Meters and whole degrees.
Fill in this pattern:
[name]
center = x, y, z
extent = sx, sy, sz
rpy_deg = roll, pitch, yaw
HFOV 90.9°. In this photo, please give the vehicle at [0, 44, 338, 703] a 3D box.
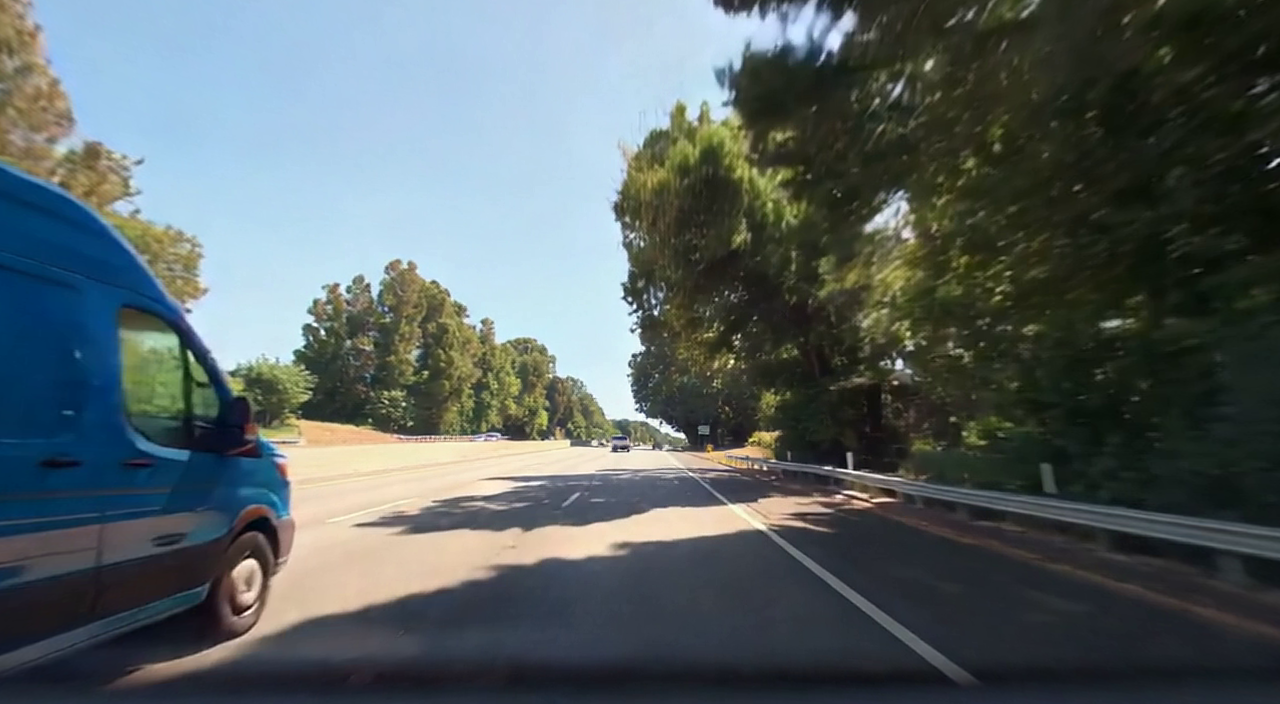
[vehicle]
center = -3.814, 0.151, 2.412
extent = 2.319, 2.883, 5.632
rpy_deg = 0, -8, 2
